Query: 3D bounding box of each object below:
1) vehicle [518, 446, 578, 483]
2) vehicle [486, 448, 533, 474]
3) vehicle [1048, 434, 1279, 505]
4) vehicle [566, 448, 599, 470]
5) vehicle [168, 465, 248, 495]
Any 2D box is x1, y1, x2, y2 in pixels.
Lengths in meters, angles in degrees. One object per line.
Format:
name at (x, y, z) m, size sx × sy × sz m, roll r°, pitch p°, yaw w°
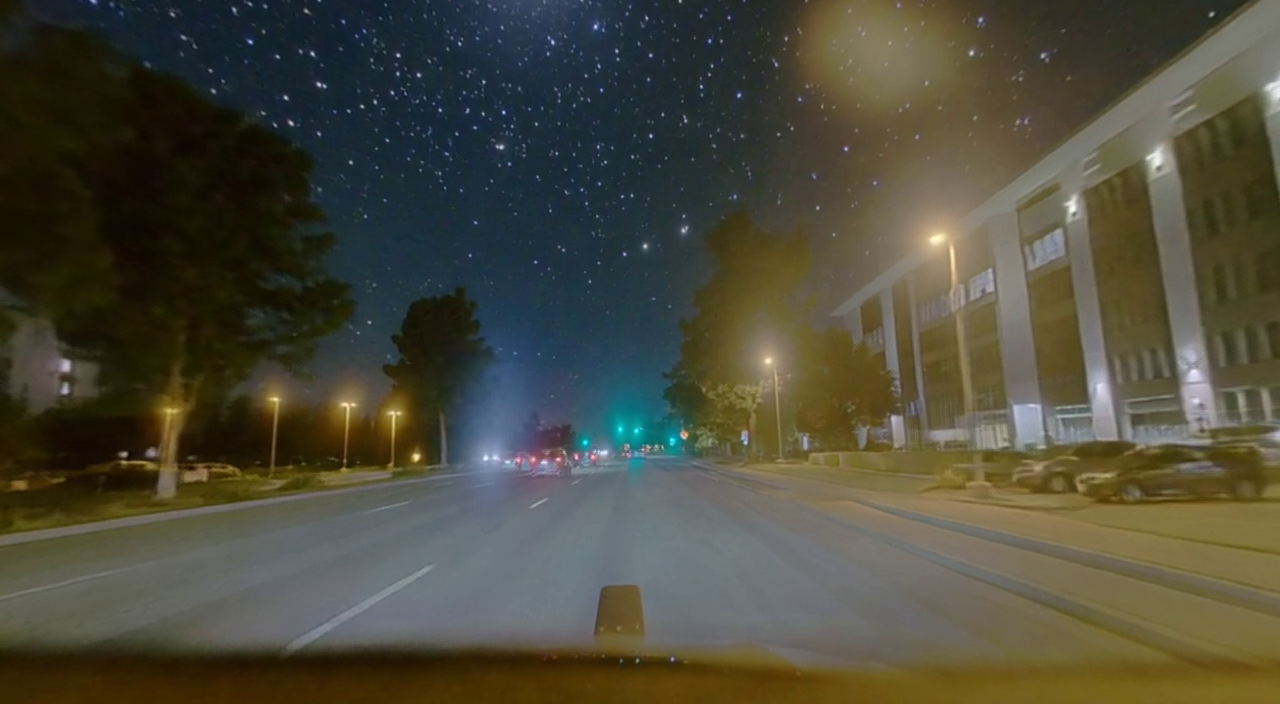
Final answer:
vehicle at (-4.094, 5.073, 28.758) m, size 2.011 × 1.483 × 4.596 m, roll -1°, pitch -9°, yaw 0°
vehicle at (-8.322, 6.967, 40.686) m, size 1.976 × 1.497 × 4.709 m, roll 0°, pitch -9°, yaw 1°
vehicle at (12.860, 2.830, 15.447) m, size 4.313 × 1.596 × 2.028 m, roll 0°, pitch -9°, yaw 1°
vehicle at (-4.016, 7.557, 44.736) m, size 1.971 × 1.414 × 4.317 m, roll 0°, pitch -9°, yaw 0°
vehicle at (-27.091, 8.005, 39.812) m, size 1.758 × 1.566 × 4.531 m, roll -4°, pitch -9°, yaw 1°
